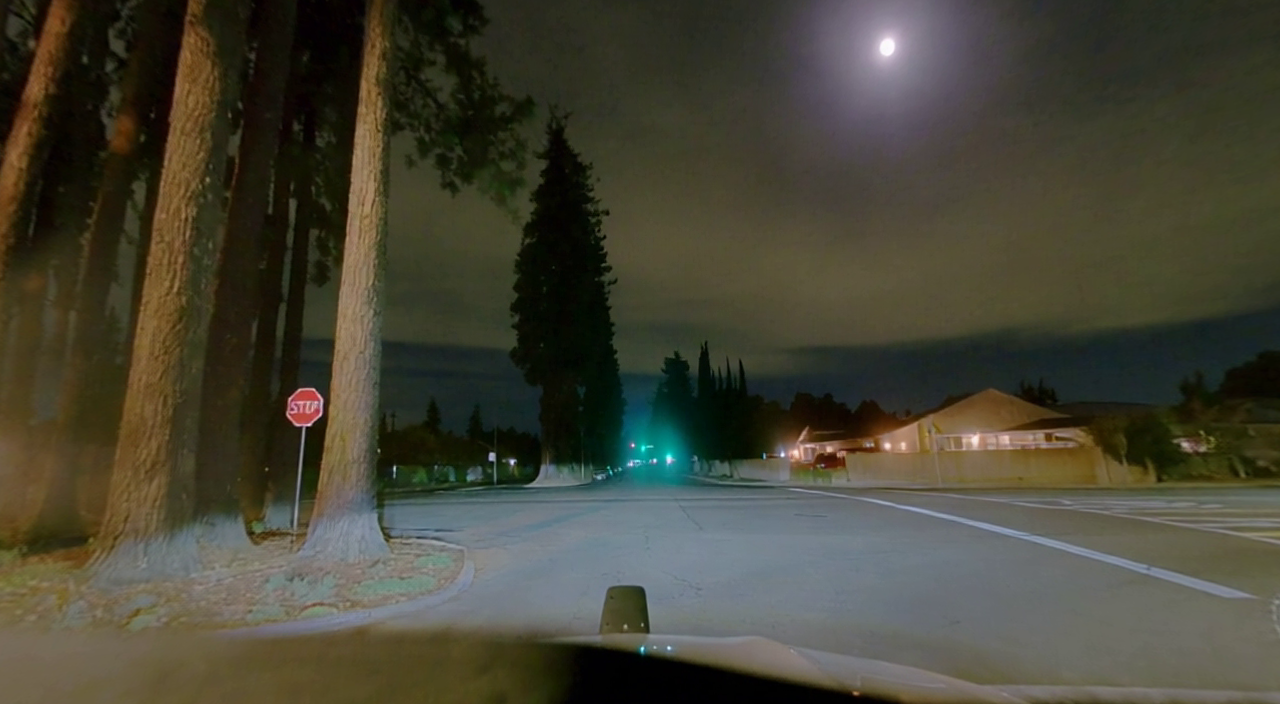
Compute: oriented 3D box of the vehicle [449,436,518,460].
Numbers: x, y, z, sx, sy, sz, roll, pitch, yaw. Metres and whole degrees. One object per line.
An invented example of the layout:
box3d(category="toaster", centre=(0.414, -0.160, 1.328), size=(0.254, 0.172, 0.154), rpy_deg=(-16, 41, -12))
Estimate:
box3d(category="vehicle", centre=(-11.683, 7.197, 47.244), size=(4.622, 1.782, 1.836), rpy_deg=(0, -8, 1))
